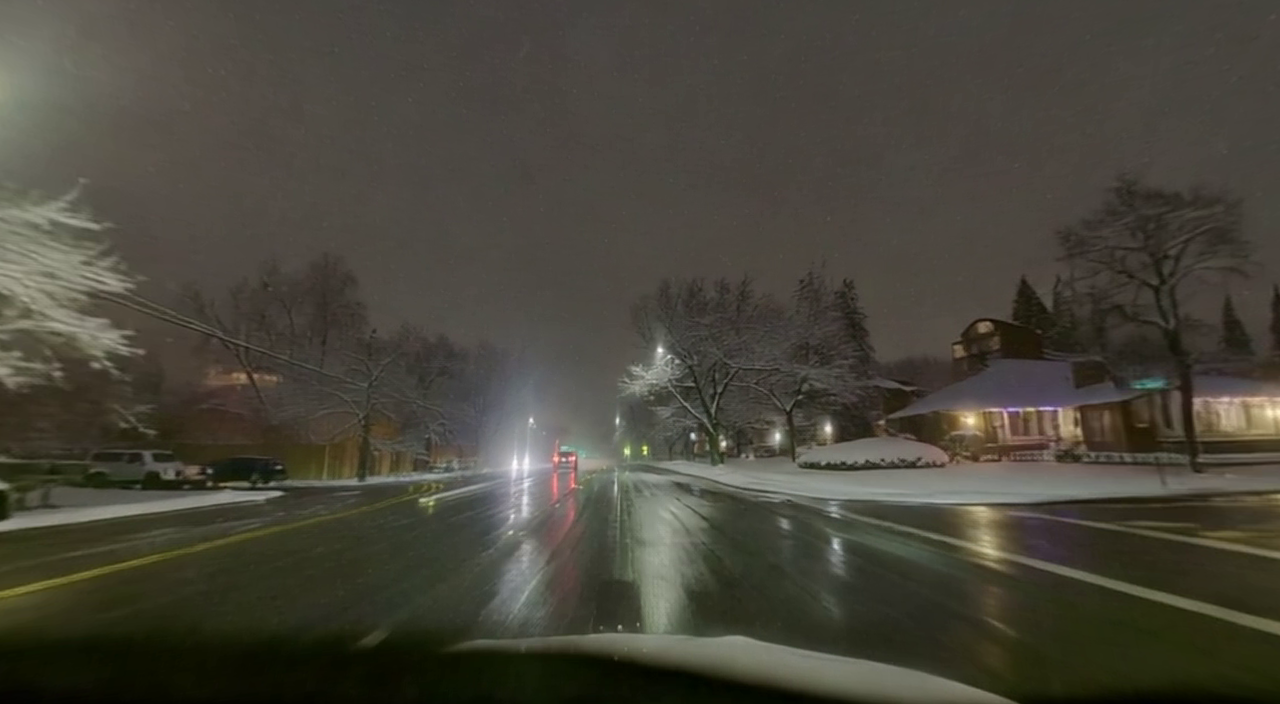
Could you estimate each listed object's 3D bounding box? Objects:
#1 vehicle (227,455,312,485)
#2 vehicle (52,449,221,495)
[{"bbox_3d":[-22.116,7.015,37.803,3.832,1.683,1.877,1,-9,-7],"label":"vehicle"},{"bbox_3d":[-23.092,5.484,29.164,5.784,2.004,2.199,0,-8,-1],"label":"vehicle"}]
